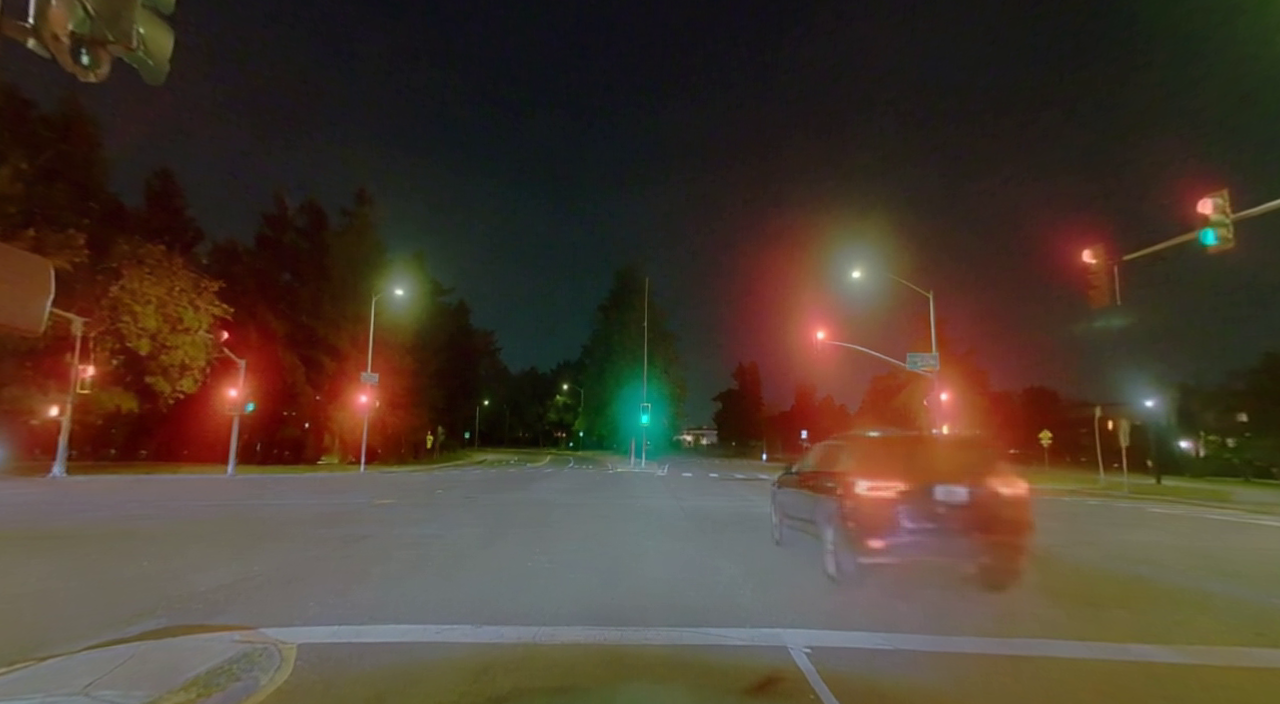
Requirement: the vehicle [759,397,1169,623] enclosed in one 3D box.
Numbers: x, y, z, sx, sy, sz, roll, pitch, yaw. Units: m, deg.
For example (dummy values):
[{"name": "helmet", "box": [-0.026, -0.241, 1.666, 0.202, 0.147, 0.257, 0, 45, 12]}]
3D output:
[{"name": "vehicle", "box": [2.922, 1.554, 7.244, 2.150, 1.706, 4.754, 0, -8, 0]}]
